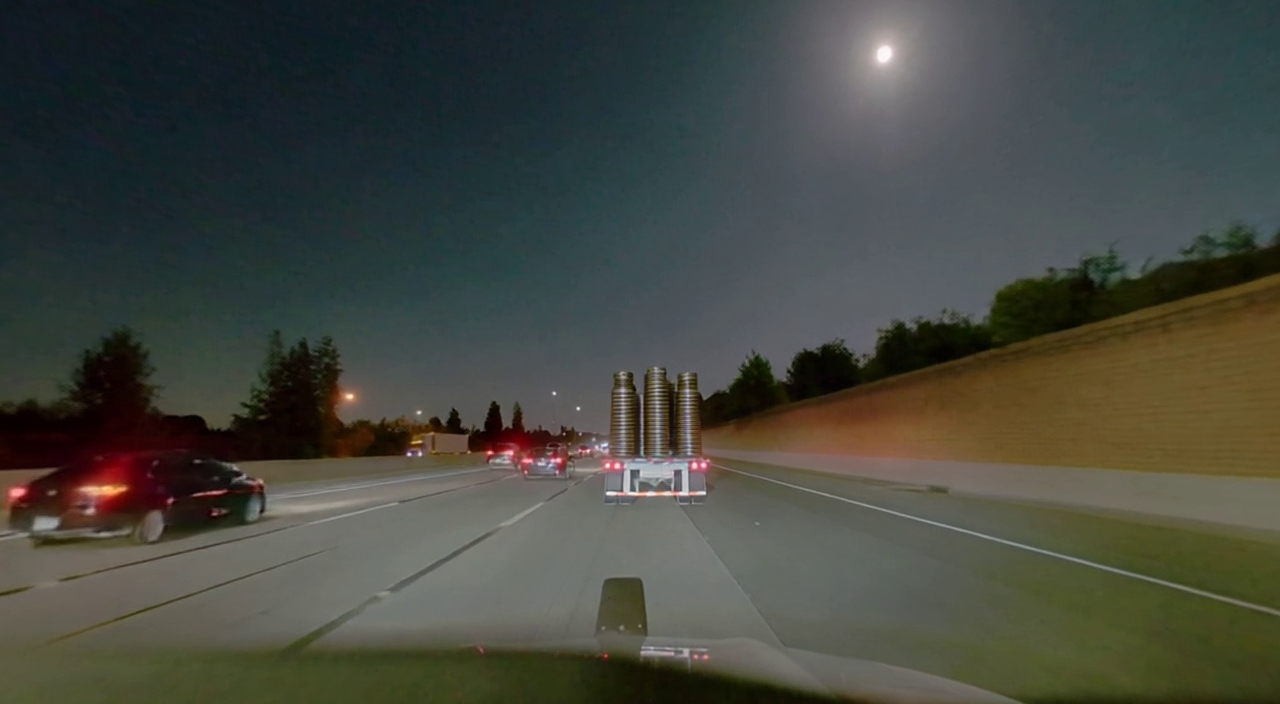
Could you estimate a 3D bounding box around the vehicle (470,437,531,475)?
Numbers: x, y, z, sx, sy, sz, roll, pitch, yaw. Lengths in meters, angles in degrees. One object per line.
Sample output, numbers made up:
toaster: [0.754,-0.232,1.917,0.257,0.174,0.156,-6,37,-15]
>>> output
vehicle: [-7.468,5.635,34.430,2.164,1.874,5.004,0,-8,0]

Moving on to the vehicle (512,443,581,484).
vehicle: [-3.624,4.391,25.229,1.974,1.475,4.538,0,-8,1]

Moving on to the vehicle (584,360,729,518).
vehicle: [0.351,2.290,16.550,2.798,3.071,8.412,0,-8,1]

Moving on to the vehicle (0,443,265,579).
vehicle: [-7.884,2.056,9.088,2.006,1.458,4.700,0,-8,1]
